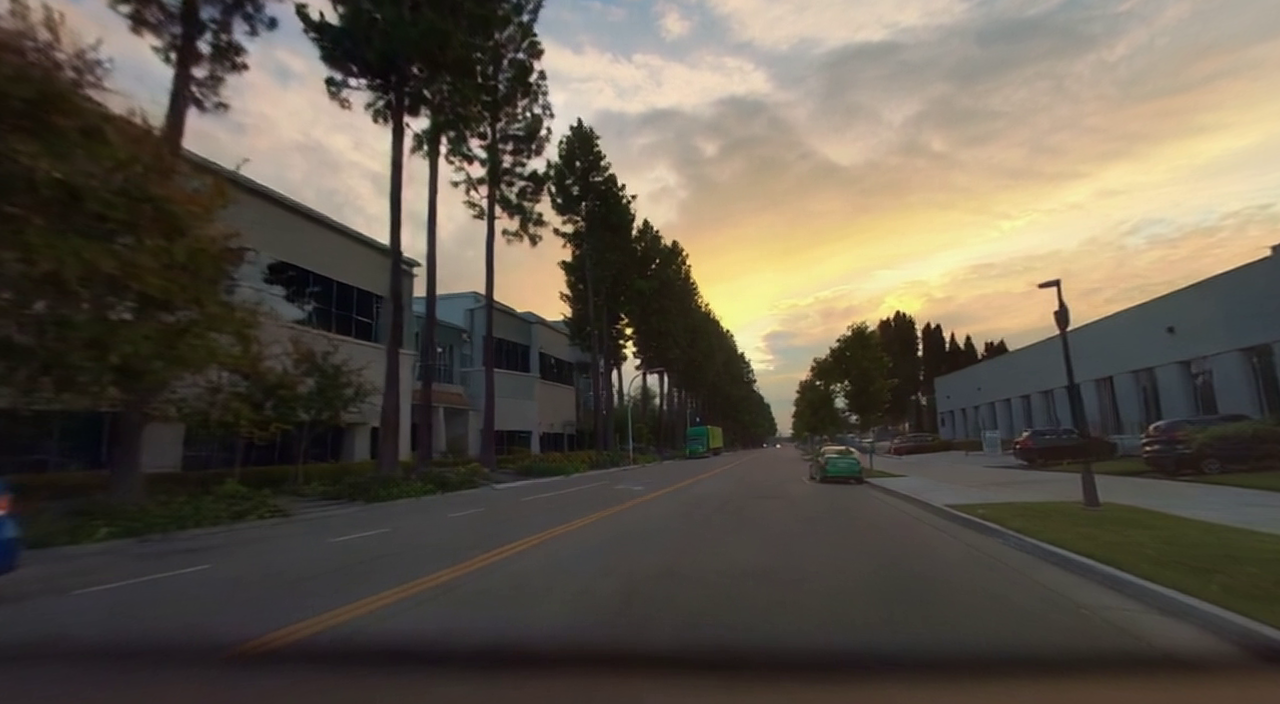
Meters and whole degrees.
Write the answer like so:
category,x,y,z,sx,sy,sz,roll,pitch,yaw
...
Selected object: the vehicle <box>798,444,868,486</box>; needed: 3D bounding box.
category,x,y,z,sx,sy,sz,roll,pitch,yaw
vehicle,7.566,4.450,25.173,2.098,1.509,4.389,-2,-9,10
